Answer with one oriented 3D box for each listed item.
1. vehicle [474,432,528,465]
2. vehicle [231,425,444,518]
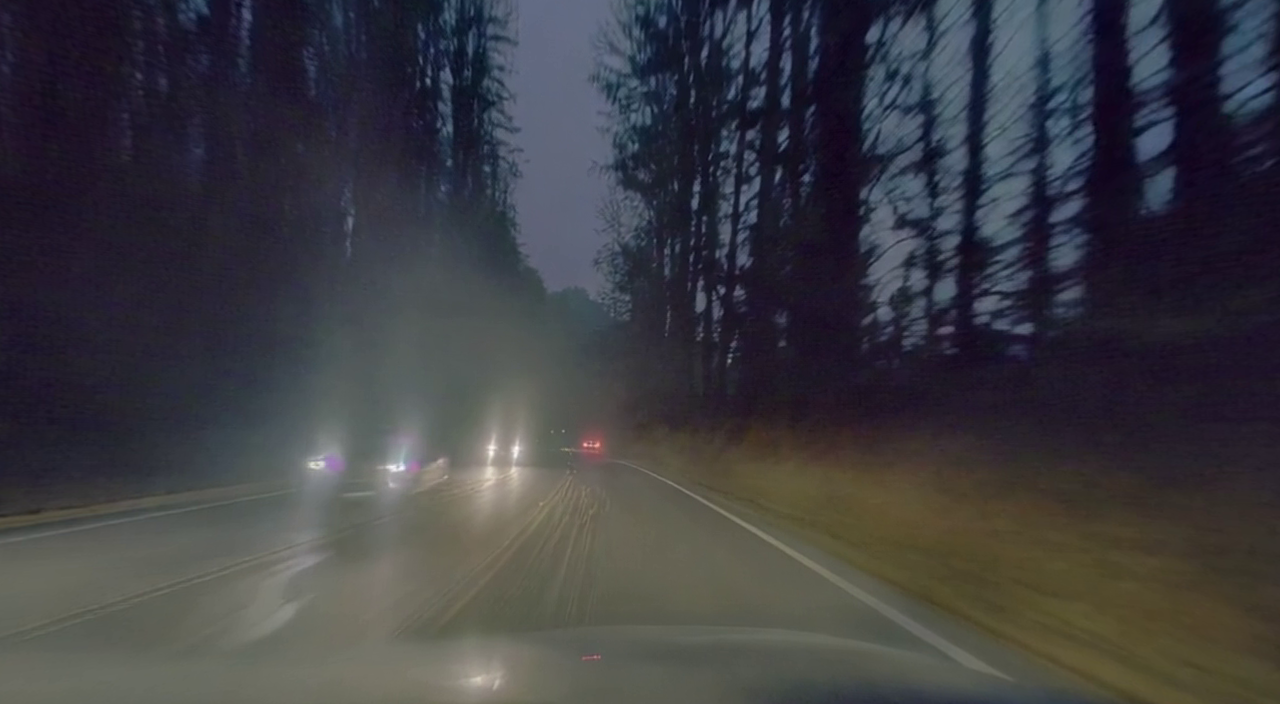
[{"bbox_3d":[-7.813,5.461,35.940,2.318,1.754,4.328,1,-8,-4],"label":"vehicle"},{"bbox_3d":[-5.630,2.283,12.584,2.139,1.498,4.453,0,-8,-2],"label":"vehicle"}]
